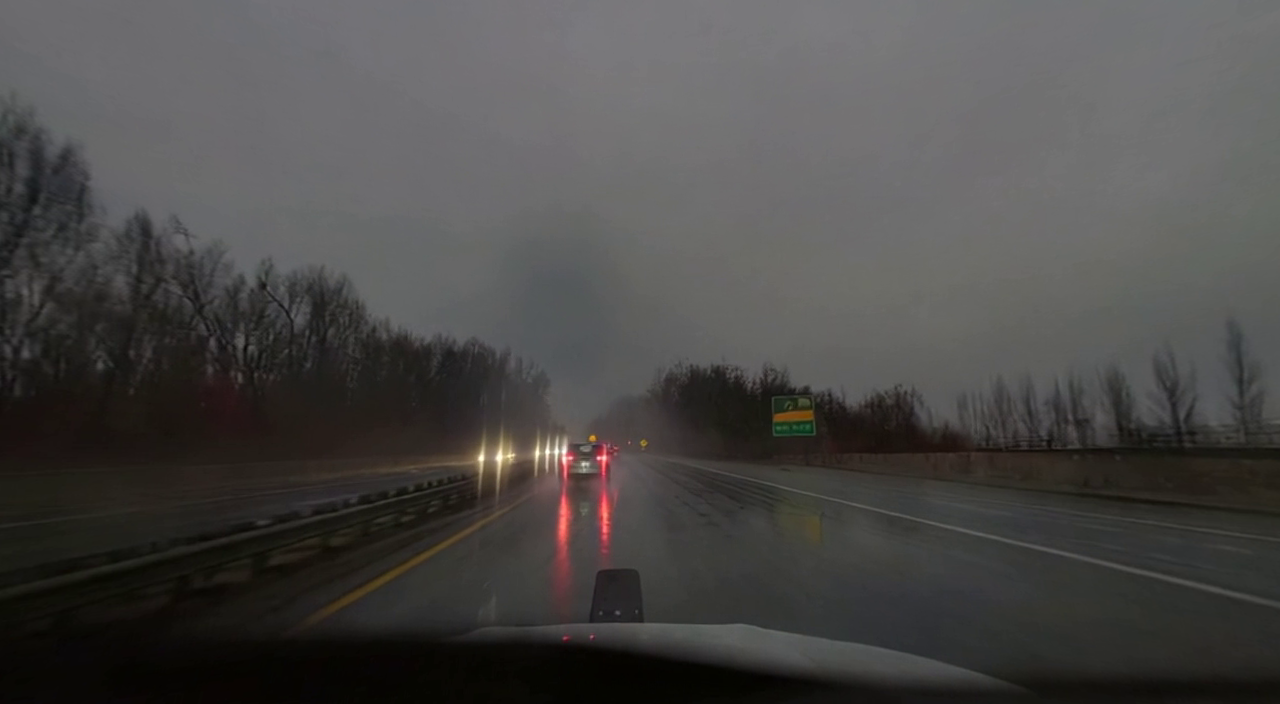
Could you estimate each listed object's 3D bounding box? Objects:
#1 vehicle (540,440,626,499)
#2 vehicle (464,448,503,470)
[{"bbox_3d":[-1.563,3.394,18.449,2.244,1.506,4.097,0,-9,-2],"label":"vehicle"},{"bbox_3d":[-11.652,8.014,46.973,1.990,1.539,4.498,0,-9,-2],"label":"vehicle"}]
